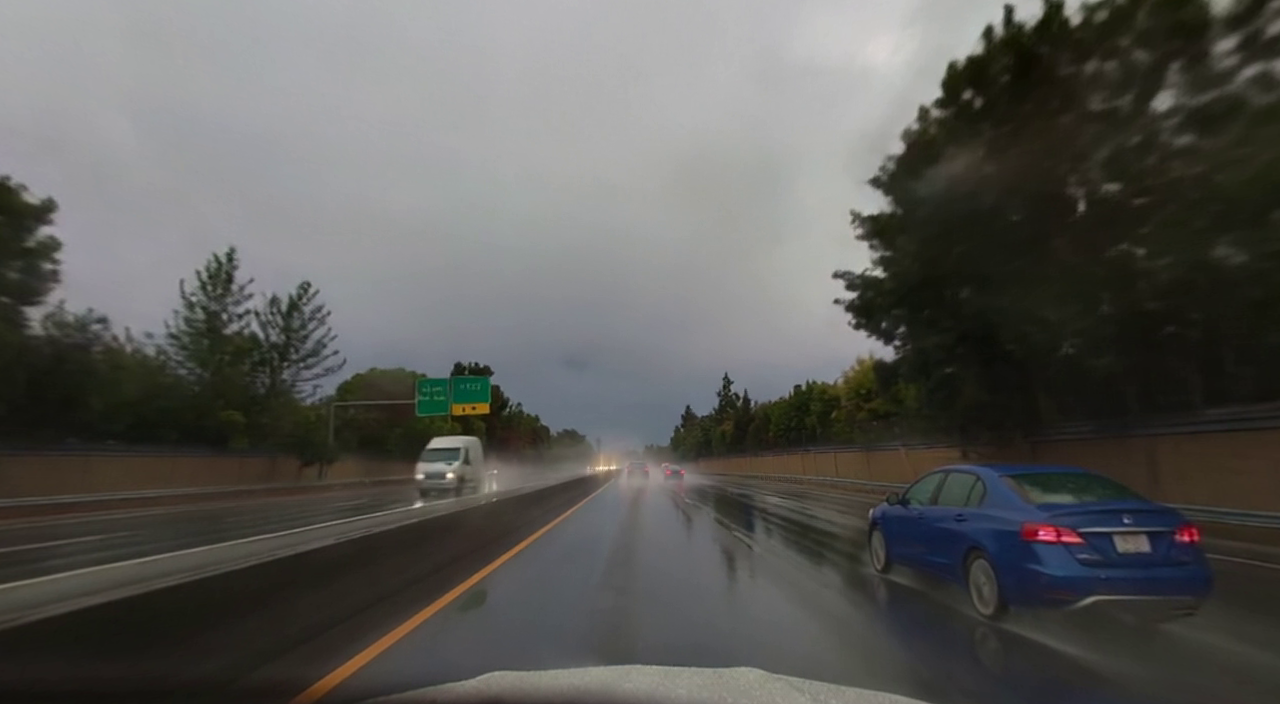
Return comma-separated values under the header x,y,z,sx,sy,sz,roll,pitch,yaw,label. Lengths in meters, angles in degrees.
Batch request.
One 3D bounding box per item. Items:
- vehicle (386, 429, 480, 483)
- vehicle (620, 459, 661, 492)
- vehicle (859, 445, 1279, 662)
x,y,z,sx,sy,sz,roll,pitch,yaw,label
-8.204,4.256,25.591,2.049,1.932,4.943,1,-11,1,vehicle
-0.030,6.463,33.047,2.037,1.605,3.833,1,-11,-1,vehicle
4.020,1.818,6.554,1.938,1.494,4.032,1,-11,-1,vehicle
